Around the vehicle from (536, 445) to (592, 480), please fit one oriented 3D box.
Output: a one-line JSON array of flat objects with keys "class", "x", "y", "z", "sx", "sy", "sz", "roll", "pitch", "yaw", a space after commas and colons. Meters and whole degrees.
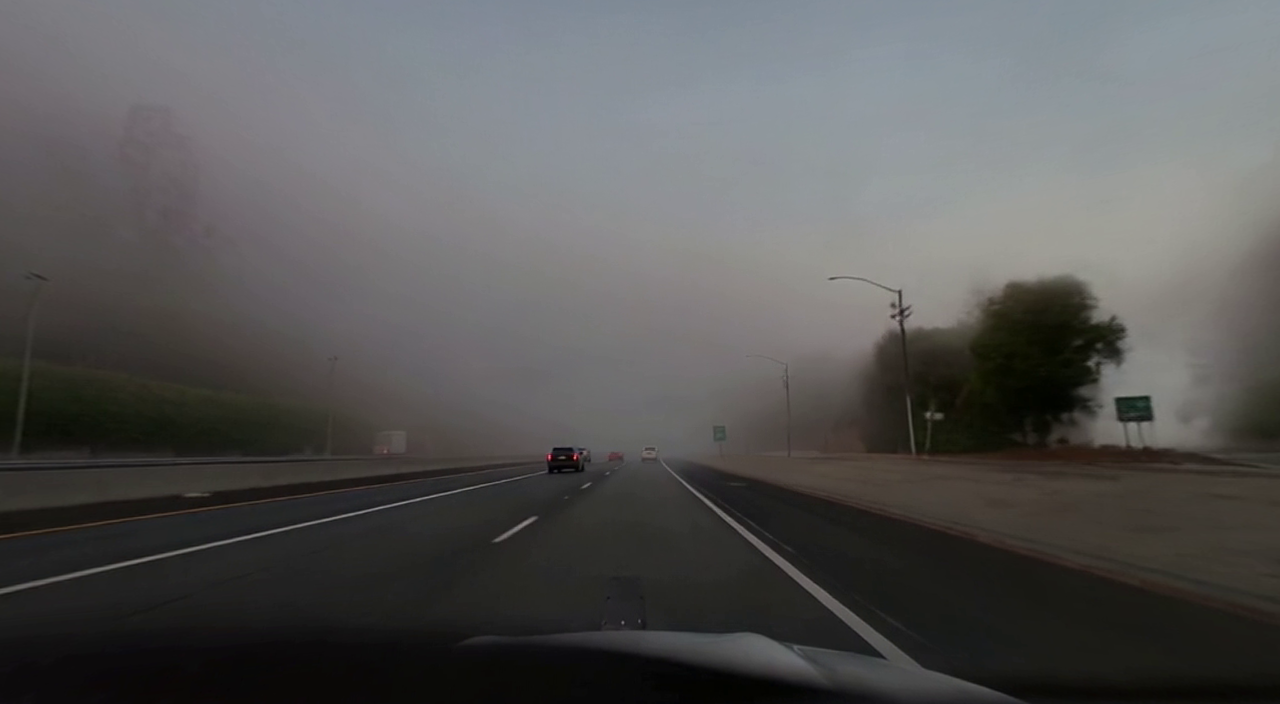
[{"class": "vehicle", "x": -3.820, "y": 5.669, "z": 32.616, "sx": 2.263, "sy": 1.696, "sz": 4.321, "roll": 0, "pitch": -9, "yaw": 2}]
